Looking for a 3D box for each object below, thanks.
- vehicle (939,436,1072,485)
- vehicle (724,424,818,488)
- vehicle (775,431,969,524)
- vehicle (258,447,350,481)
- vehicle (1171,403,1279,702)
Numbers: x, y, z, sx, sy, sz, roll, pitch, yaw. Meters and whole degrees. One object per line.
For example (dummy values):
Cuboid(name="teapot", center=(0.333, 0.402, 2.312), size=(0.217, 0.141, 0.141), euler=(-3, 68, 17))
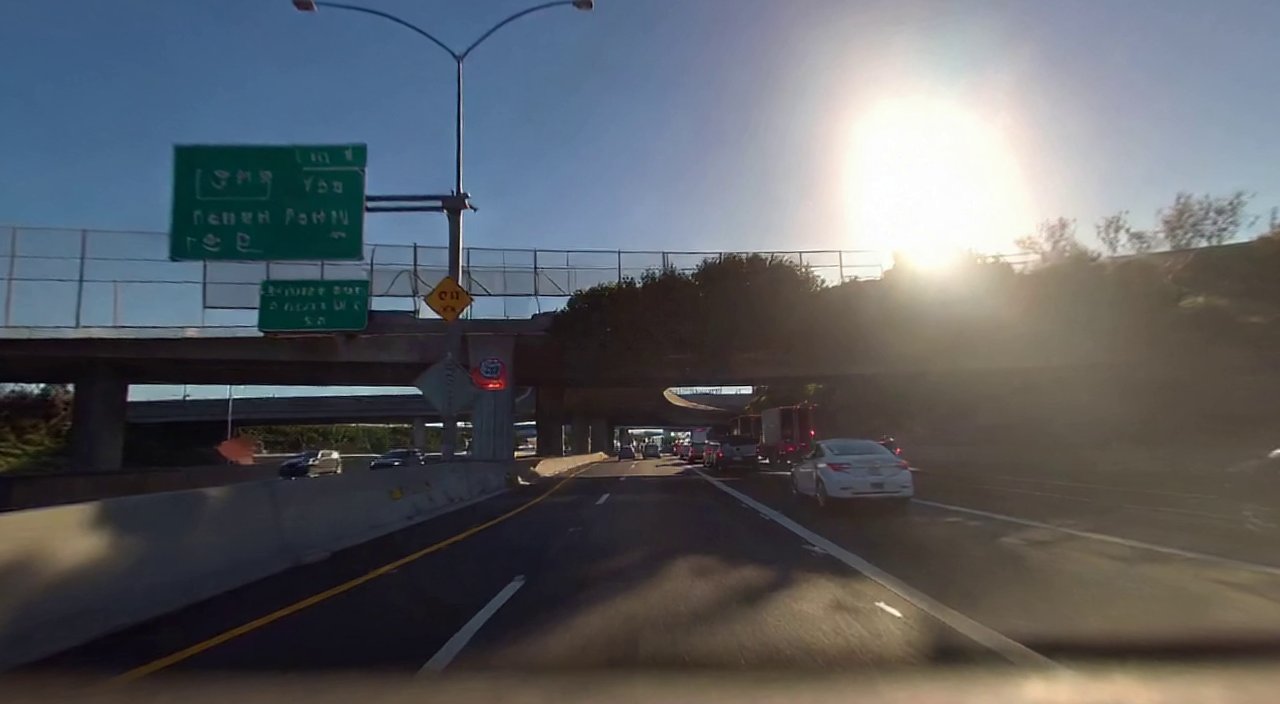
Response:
Cuboid(name="vehicle", center=(12.216, 3.646, 21.571), size=(1.839, 1.490, 4.636), euler=(0, -8, 1))
Cuboid(name="vehicle", center=(4.400, 3.597, 22.111), size=(2.191, 1.963, 5.001), euler=(0, -8, 0))
Cuboid(name="vehicle", center=(4.305, 2.418, 12.799), size=(2.065, 1.487, 4.972), euler=(0, -8, 0))
Cuboid(name="vehicle", center=(-19.779, 6.568, 37.572), size=(2.253, 1.837, 5.643), euler=(0, -8, 1))
Cuboid(name="vehicle", center=(4.178, 0.705, 1.191), size=(1.991, 1.473, 5.033), euler=(0, -8, 0))
